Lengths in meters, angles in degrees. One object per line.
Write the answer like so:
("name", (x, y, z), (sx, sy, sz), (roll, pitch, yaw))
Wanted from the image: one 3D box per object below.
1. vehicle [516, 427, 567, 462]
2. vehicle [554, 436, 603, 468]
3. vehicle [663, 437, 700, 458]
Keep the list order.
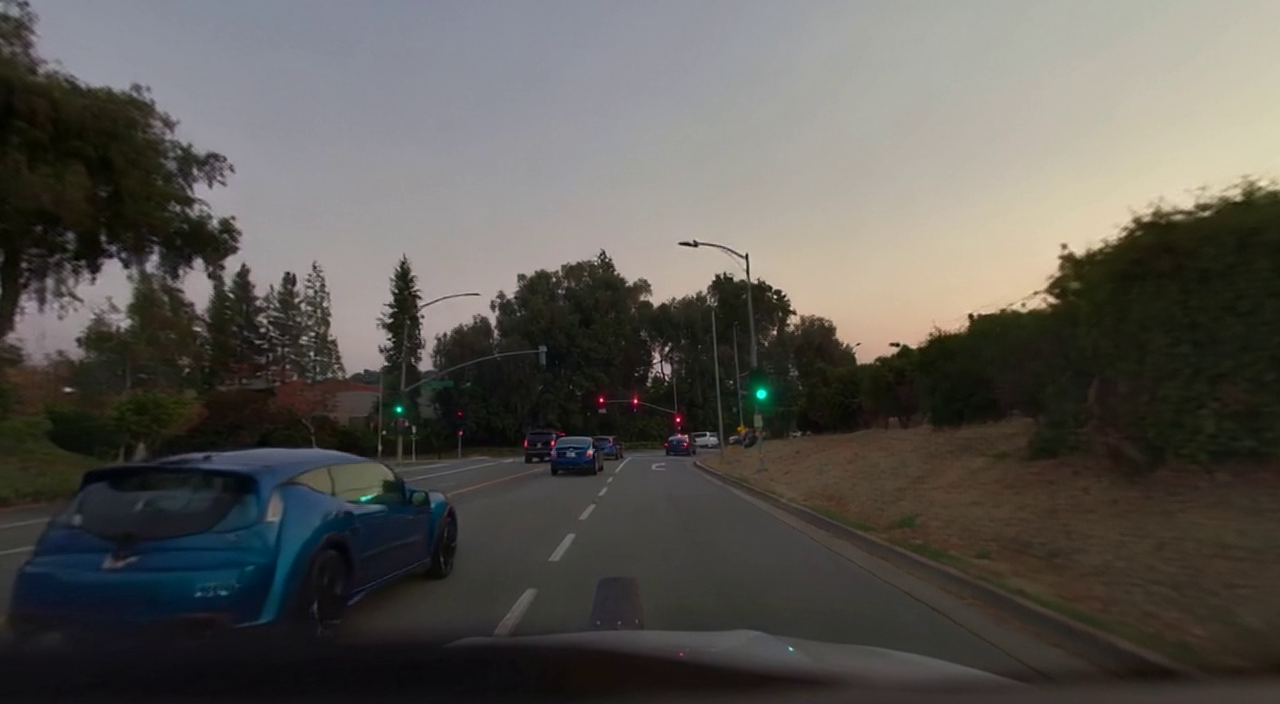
("vehicle", (-6.111, 5.866, 39.919), (2.390, 2.020, 5.085), (0, -9, 0))
("vehicle", (-2.996, 5.004, 31.743), (1.979, 1.492, 3.930), (0, -9, 1))
("vehicle", (2.999, 6.781, 44.778), (1.945, 1.410, 4.284), (-2, -9, 12))
